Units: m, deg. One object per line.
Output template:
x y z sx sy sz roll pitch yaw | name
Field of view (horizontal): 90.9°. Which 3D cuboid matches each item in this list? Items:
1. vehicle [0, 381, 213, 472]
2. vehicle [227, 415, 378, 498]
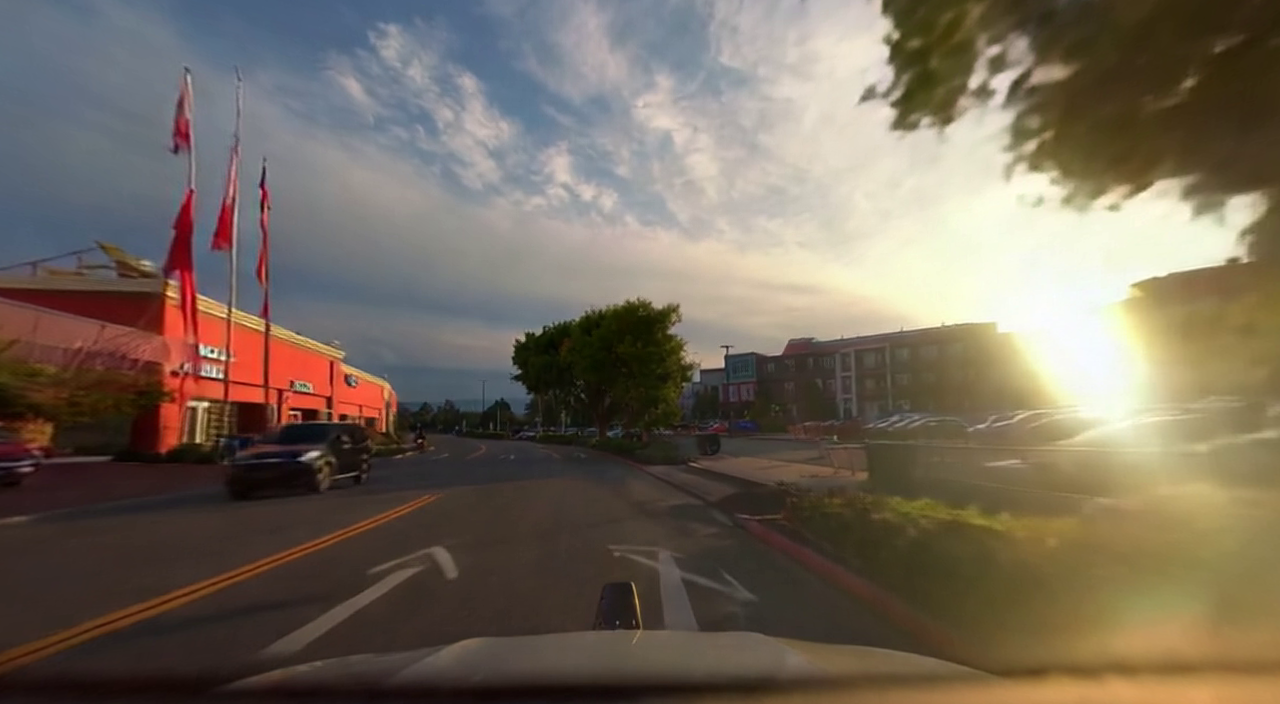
-22.946 3.055 25.720 8.479 3.396 3.021 3 -8 -23 | vehicle
-8.735 2.710 16.825 2.026 1.882 4.277 1 -8 -7 | vehicle
